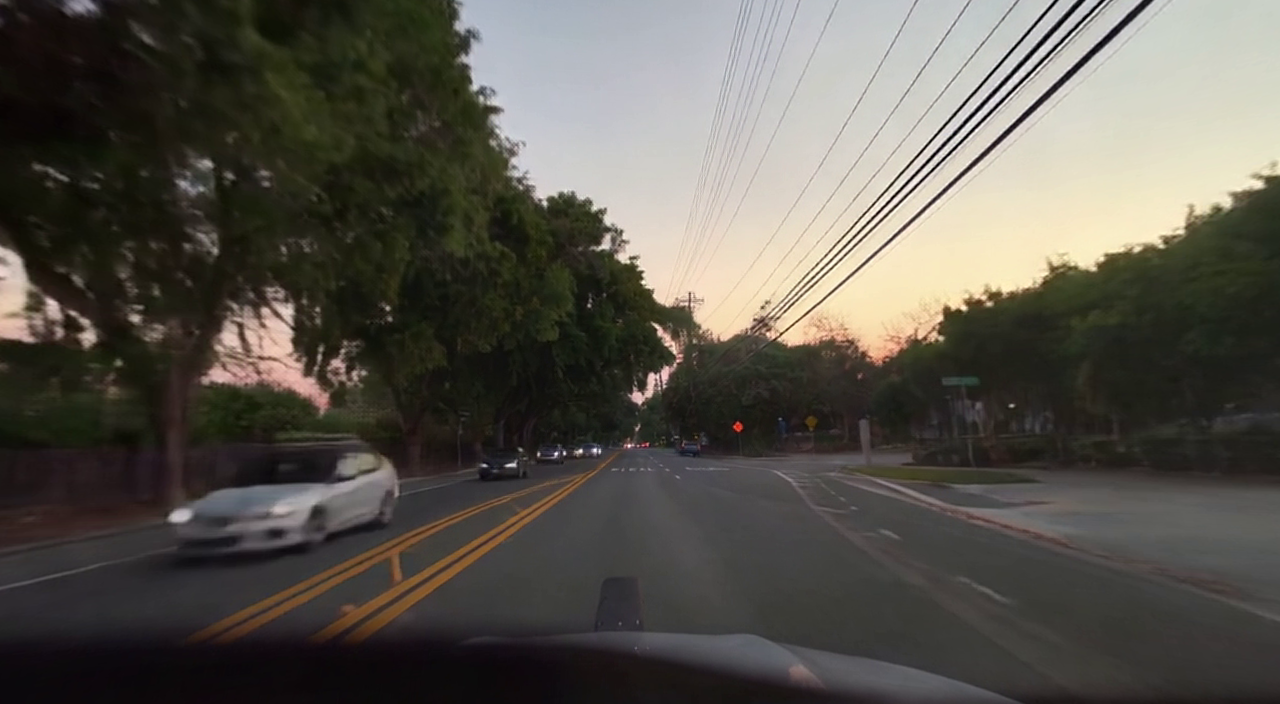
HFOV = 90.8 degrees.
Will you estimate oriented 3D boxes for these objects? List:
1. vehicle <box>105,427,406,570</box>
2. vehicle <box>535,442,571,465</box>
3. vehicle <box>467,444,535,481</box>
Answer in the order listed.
[{"bbox_3d":[-5.193,1.993,9.372,2.001,1.616,4.064,0,-9,-2],"label":"vehicle"},{"bbox_3d":[-6.657,7.804,48.730,2.157,1.711,4.460,0,-9,0],"label":"vehicle"},{"bbox_3d":[-6.124,4.921,28.403,2.043,1.484,4.532,0,-9,0],"label":"vehicle"}]
